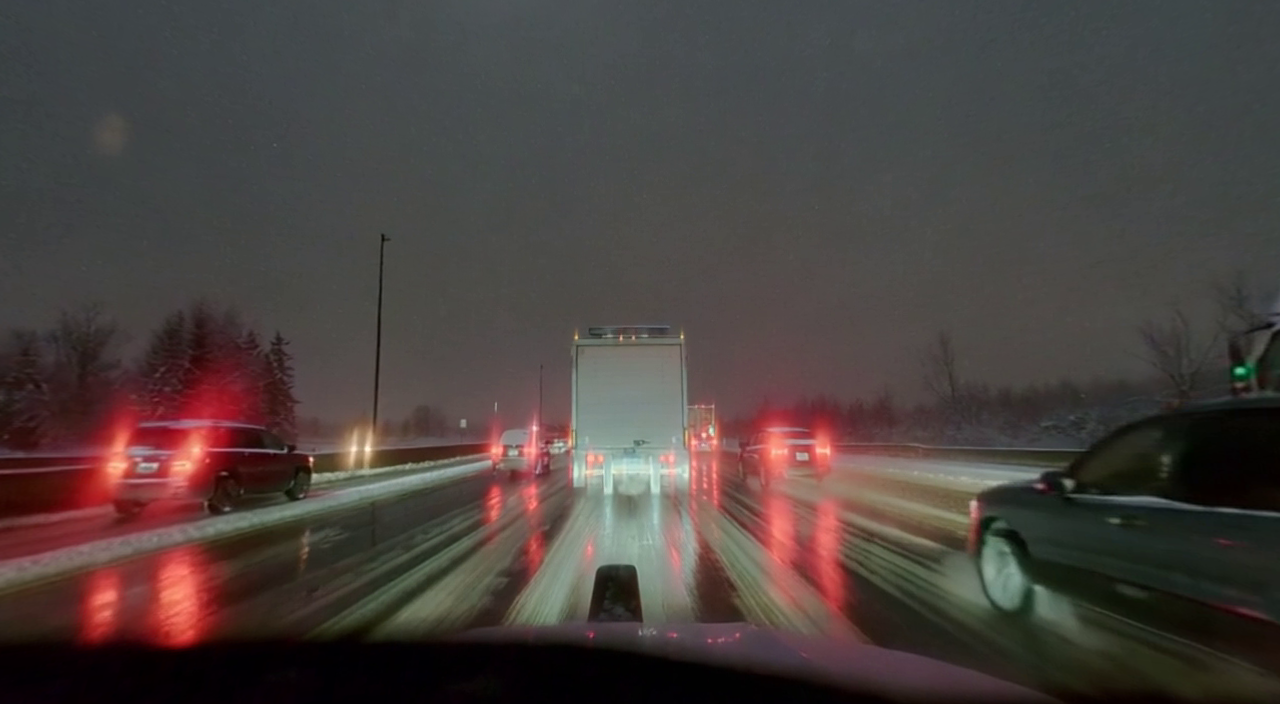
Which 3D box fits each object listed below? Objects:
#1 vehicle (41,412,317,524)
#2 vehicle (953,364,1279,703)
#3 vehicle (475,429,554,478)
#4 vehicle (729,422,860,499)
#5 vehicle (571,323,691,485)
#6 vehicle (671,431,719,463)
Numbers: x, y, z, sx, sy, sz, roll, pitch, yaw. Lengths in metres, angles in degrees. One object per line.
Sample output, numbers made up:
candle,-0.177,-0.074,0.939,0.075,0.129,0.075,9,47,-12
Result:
vehicle,-7.945,2.005,11.476,1.944,1.653,4.097,0,-8,-1
vehicle,3.315,0.777,2.032,1.999,1.523,4.882,0,-8,-1
vehicle,-4.102,3.377,21.205,1.882,1.493,3.828,0,-8,0
vehicle,3.416,2.469,14.801,1.945,1.529,4.129,0,-8,-1
vehicle,-0.402,1.930,20.616,2.938,4.033,9.980,0,-8,-2
vehicle,2.723,4.808,32.141,1.976,1.513,4.065,0,-8,-1
